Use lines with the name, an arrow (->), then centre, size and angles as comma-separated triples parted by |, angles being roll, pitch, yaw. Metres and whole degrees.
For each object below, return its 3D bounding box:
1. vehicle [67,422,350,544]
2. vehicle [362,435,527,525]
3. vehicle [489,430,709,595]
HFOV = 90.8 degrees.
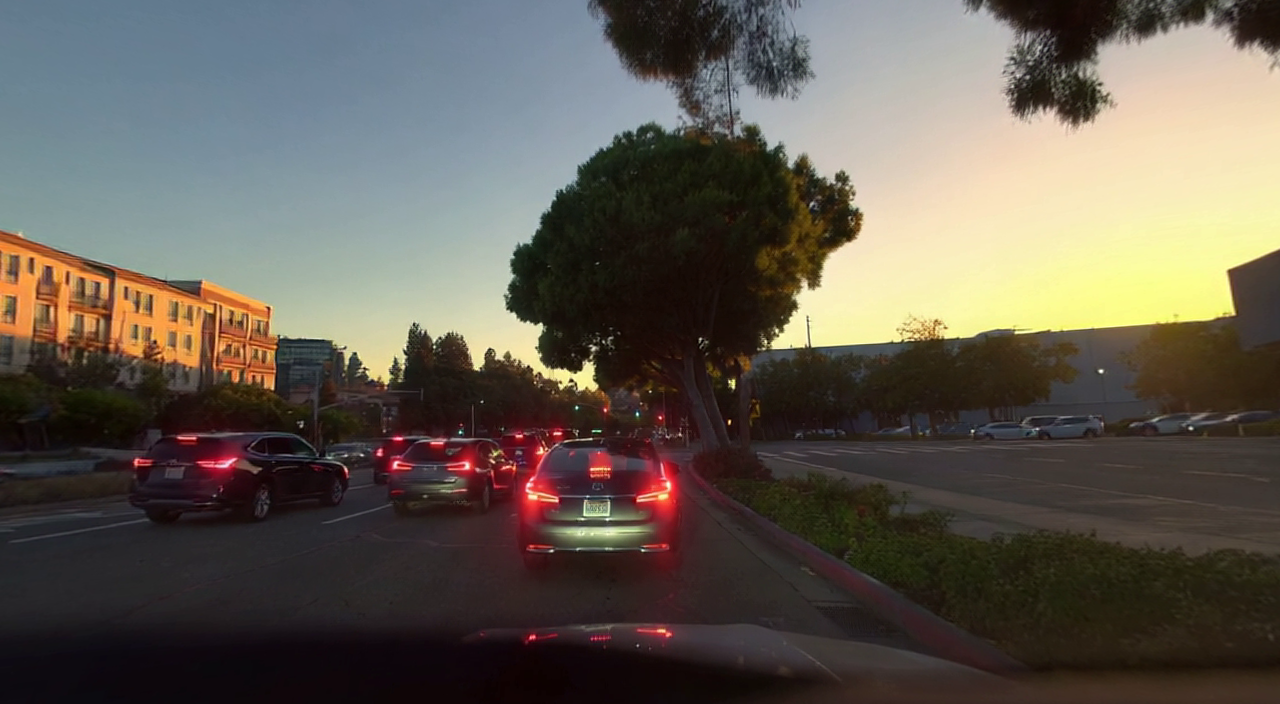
vehicle -> -7.355, 2.251, 11.496 | 2.068, 1.784, 4.224 | 0, -9, 1
vehicle -> -3.786, 2.553, 13.210 | 1.913, 1.521, 4.539 | 0, -9, 1
vehicle -> -0.392, 1.815, 8.002 | 2.066, 1.544, 3.954 | 0, -9, 0
